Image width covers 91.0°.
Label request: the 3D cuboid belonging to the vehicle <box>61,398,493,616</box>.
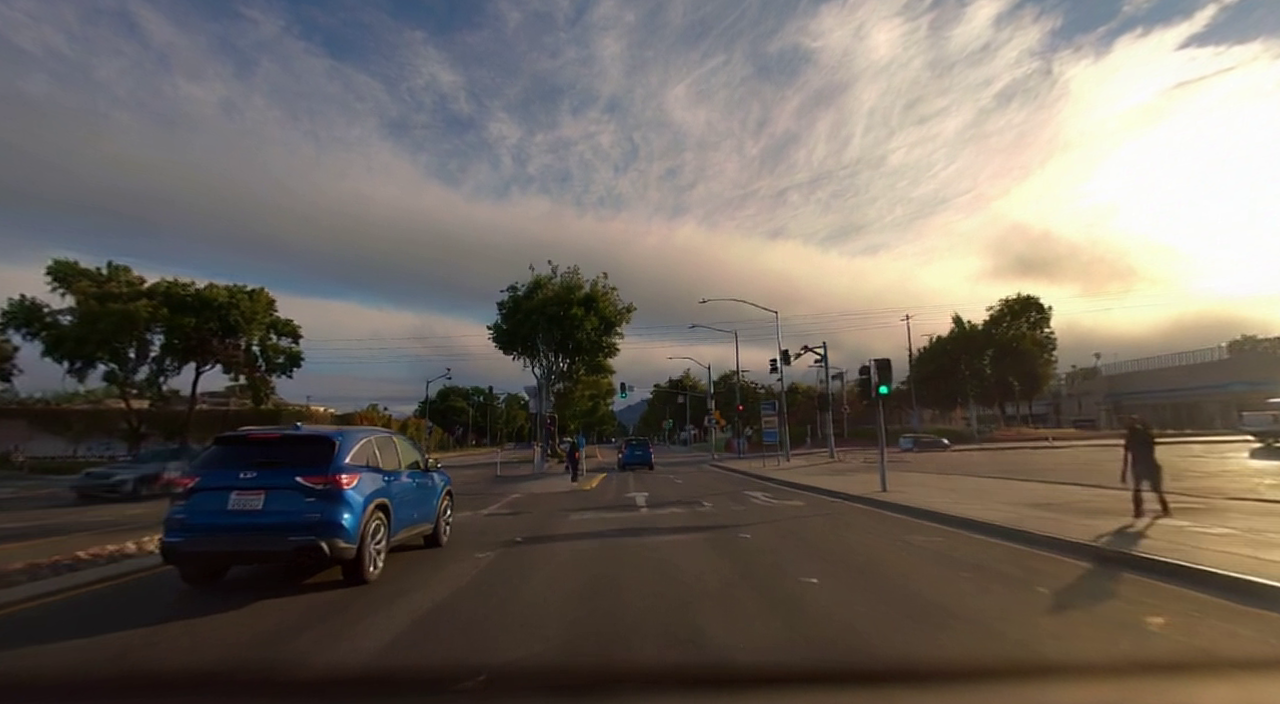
[{"bbox_3d":[-3.503,1.612,7.593,2.247,1.734,4.919,0,-8,0],"label":"vehicle"}]

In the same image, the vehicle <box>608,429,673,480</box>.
[{"bbox_3d":[-0.027,4.410,27.324,2.552,1.999,5.498,0,-8,-1],"label":"vehicle"}]
